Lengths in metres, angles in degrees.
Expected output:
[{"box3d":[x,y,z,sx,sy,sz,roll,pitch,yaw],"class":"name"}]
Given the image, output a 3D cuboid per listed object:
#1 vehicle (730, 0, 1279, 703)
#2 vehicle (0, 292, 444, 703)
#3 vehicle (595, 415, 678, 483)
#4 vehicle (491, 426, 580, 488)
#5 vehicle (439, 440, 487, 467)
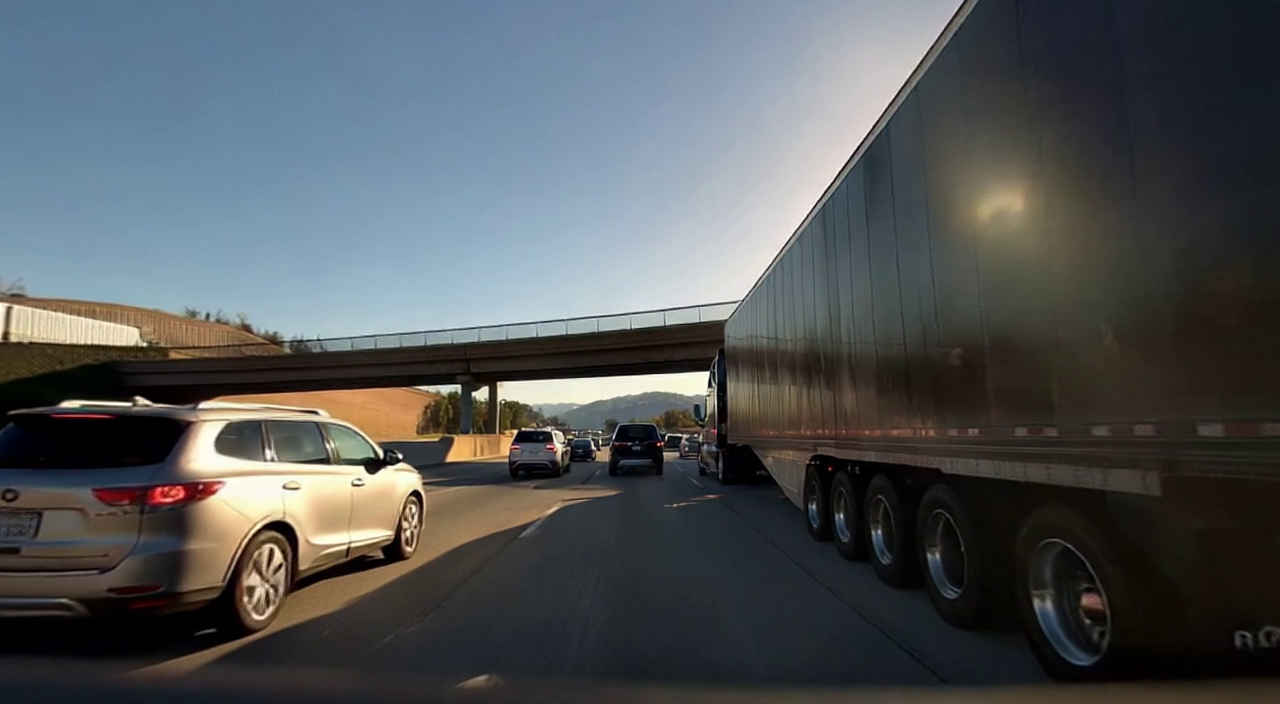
[{"box3d":[3.607,0.192,6.739,2.852,4.121,16.210,0,-8,0],"class":"vehicle"},{"box3d":[-3.274,1.042,4.414,2.193,1.803,4.958,0,-8,0],"class":"vehicle"},{"box3d":[-0.123,3.600,23.589,2.704,2.216,5.804,0,-8,0],"class":"vehicle"},{"box3d":[-3.310,3.463,21.013,2.120,1.812,4.659,0,-8,1],"class":"vehicle"},{"box3d":[-11.345,6.527,40.619,1.888,1.600,4.345,0,-9,-1],"class":"vehicle"}]
